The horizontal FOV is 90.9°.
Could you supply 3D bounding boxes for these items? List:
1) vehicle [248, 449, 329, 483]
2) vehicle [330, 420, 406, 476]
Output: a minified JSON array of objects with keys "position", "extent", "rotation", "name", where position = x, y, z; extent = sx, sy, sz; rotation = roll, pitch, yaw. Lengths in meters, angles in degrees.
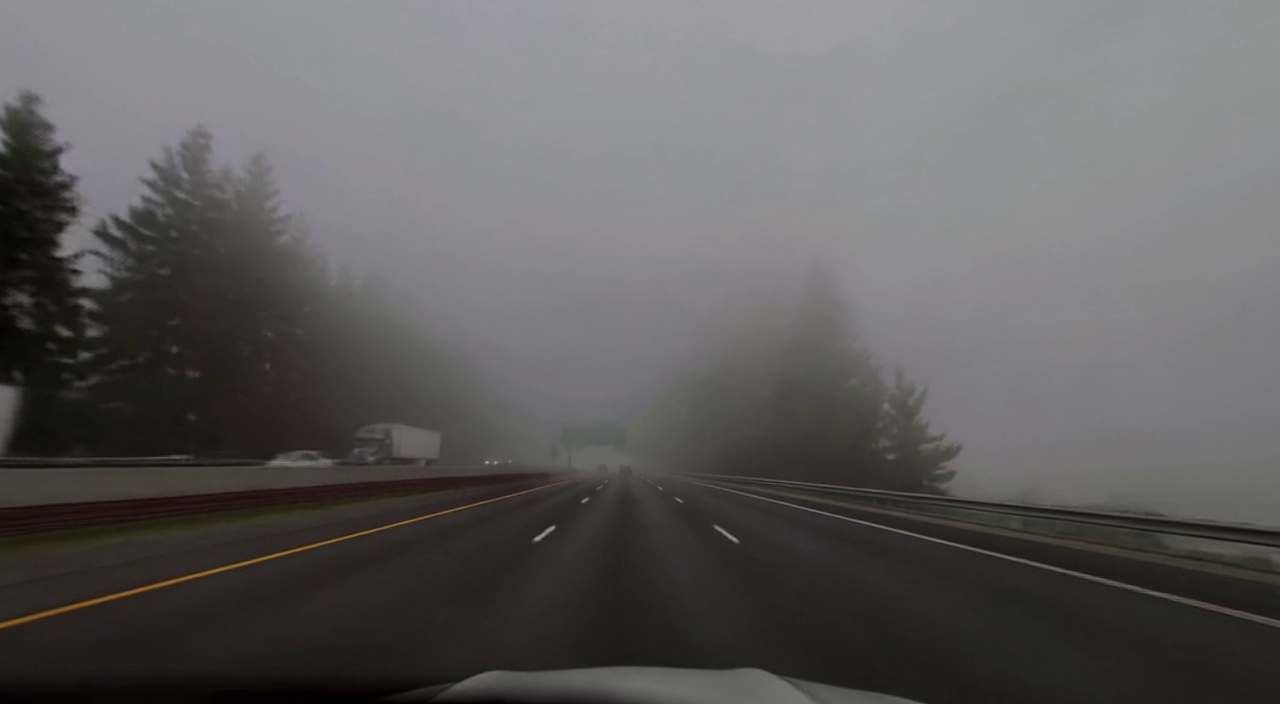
[{"position":[-16.128,5.283,29.122],"extent":[1.722,1.419,3.521],"rotation":[1,-10,-1],"name":"vehicle"},{"position":[-20.471,7.405,47.889],"extent":[2.931,3.913,5.982],"rotation":[1,-10,-1],"name":"vehicle"}]
